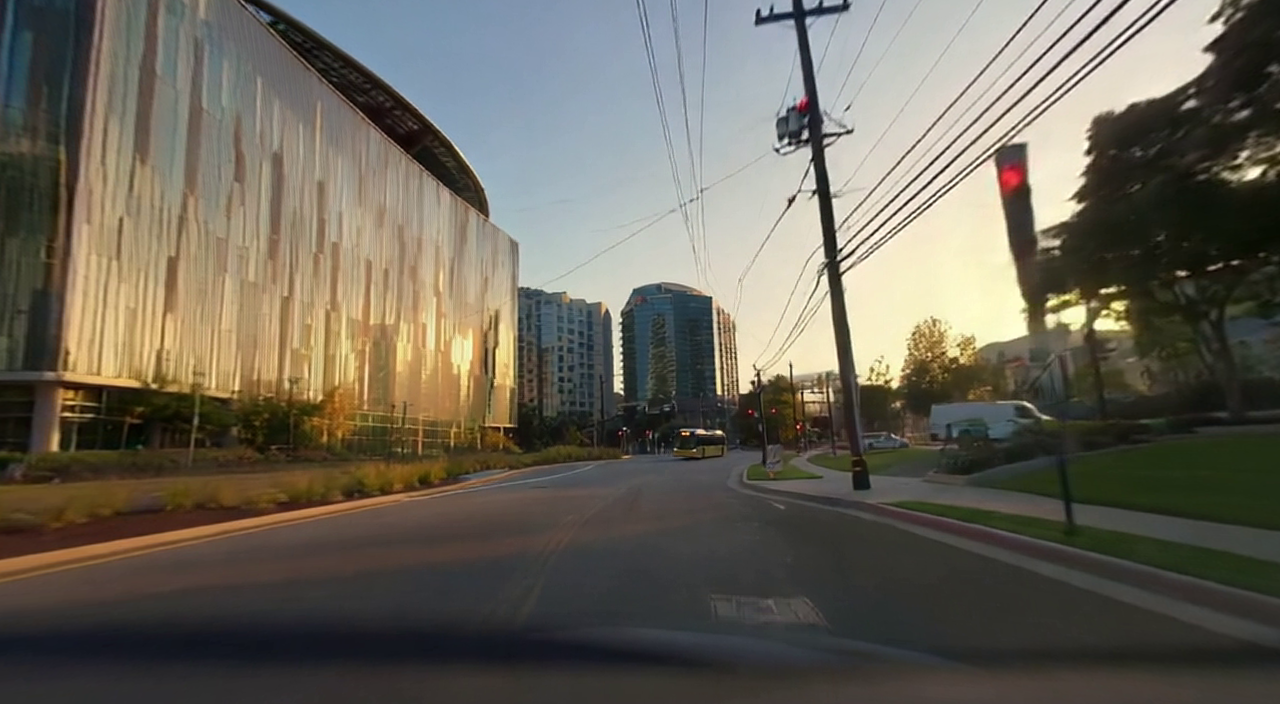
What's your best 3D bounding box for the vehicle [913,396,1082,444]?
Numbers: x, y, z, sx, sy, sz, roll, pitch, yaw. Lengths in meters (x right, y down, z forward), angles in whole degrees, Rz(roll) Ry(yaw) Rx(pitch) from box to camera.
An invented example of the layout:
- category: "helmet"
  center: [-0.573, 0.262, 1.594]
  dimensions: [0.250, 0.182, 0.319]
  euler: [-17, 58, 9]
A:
- category: "vehicle"
  center: [15.024, 2.923, 26.865]
  dimensions: [5.745, 1.902, 2.244]
  euler: [-1, -9, 10]
